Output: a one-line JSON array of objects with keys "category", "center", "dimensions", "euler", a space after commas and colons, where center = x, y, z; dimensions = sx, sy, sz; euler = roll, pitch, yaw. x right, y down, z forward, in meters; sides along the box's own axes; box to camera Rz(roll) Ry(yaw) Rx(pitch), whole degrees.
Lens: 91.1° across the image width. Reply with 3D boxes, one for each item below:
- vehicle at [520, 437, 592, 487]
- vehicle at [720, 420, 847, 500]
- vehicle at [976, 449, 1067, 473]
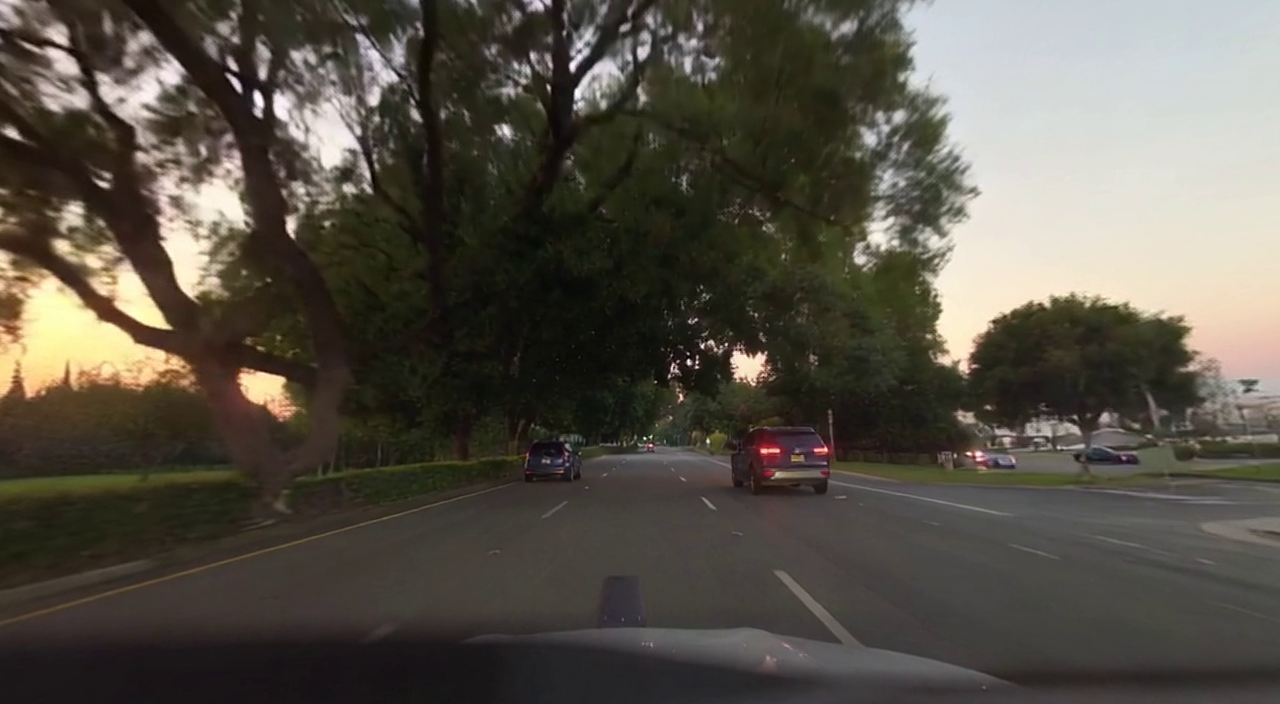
[{"category": "vehicle", "center": [-2.999, 4.016, 23.321], "dimensions": [2.025, 1.635, 4.293], "euler": [0, -8, 1]}, {"category": "vehicle", "center": [3.549, 2.784, 16.642], "dimensions": [2.087, 1.759, 5.040], "euler": [0, -8, -1]}, {"category": "vehicle", "center": [24.494, 7.026, 40.392], "dimensions": [4.587, 1.460, 1.924], "euler": [0, -8, 1]}]
